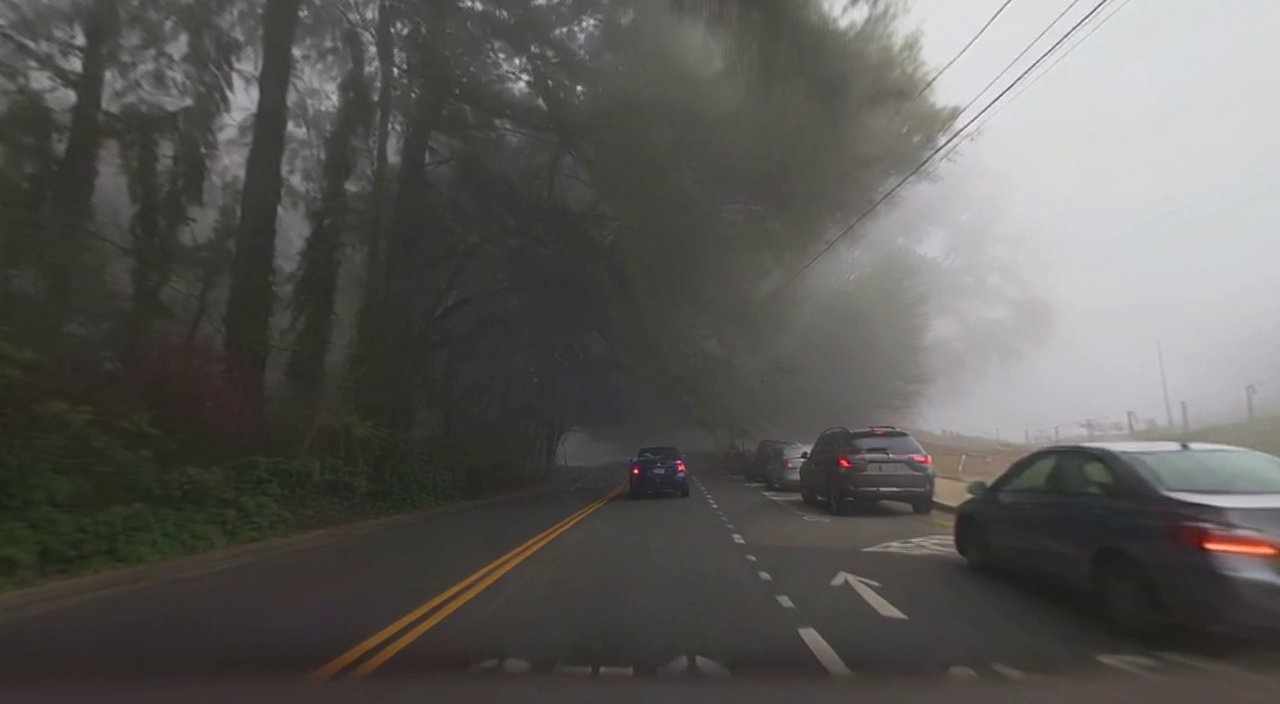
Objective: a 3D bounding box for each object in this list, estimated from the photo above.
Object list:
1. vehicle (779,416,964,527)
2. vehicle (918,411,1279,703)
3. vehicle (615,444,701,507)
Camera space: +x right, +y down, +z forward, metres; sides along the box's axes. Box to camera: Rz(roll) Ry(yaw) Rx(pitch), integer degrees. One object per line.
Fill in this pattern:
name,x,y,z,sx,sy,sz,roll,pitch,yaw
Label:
vehicle,4.322,2.306,12.773,2.066,1.804,4.751,0,-8,2
vehicle,4.119,1.280,4.754,1.992,1.469,4.823,0,-8,2
vehicle,0.504,3.293,17.367,2.078,1.521,4.058,0,-8,2
